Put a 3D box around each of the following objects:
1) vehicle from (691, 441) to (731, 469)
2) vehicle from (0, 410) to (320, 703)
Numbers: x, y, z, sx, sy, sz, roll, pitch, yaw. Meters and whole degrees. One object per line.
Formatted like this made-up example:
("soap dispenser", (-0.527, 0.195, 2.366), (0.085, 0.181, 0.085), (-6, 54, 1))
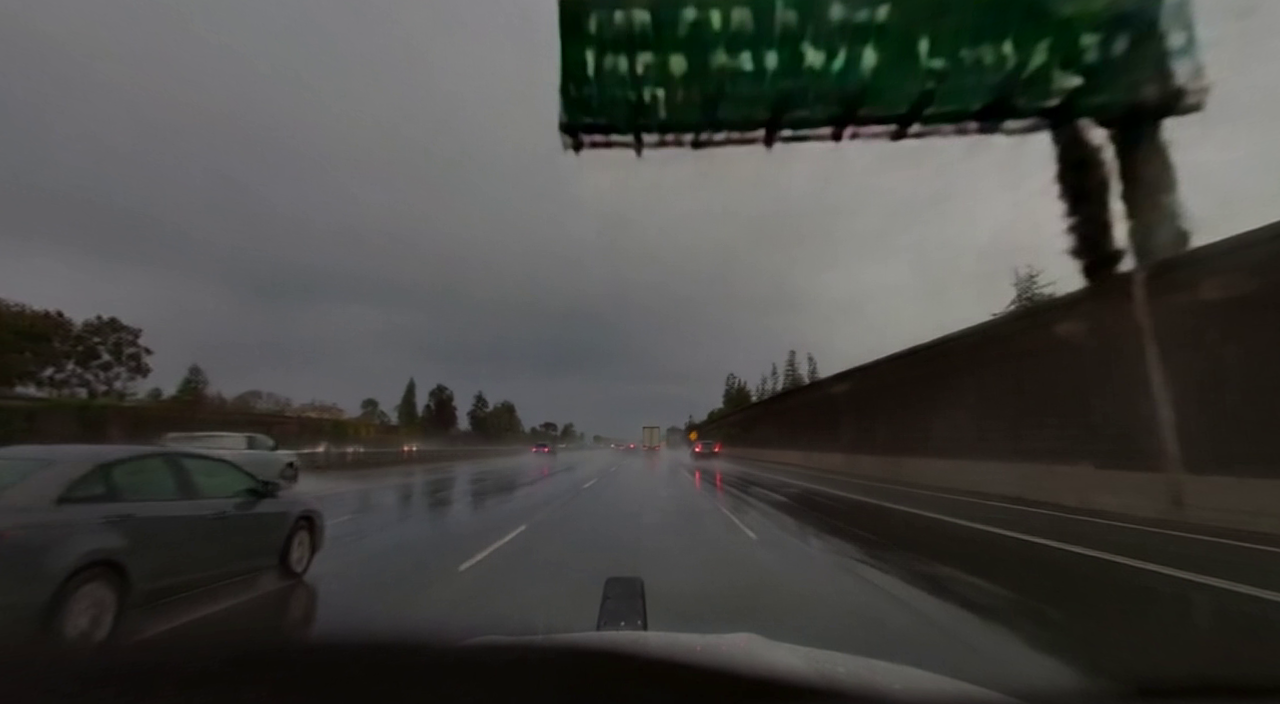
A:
("vehicle", (4.326, 6.374, 38.987), (2.046, 1.655, 4.143), (0, -9, 1))
("vehicle", (-4.020, 1.146, 3.796), (1.947, 1.479, 4.114), (0, -9, 1))
